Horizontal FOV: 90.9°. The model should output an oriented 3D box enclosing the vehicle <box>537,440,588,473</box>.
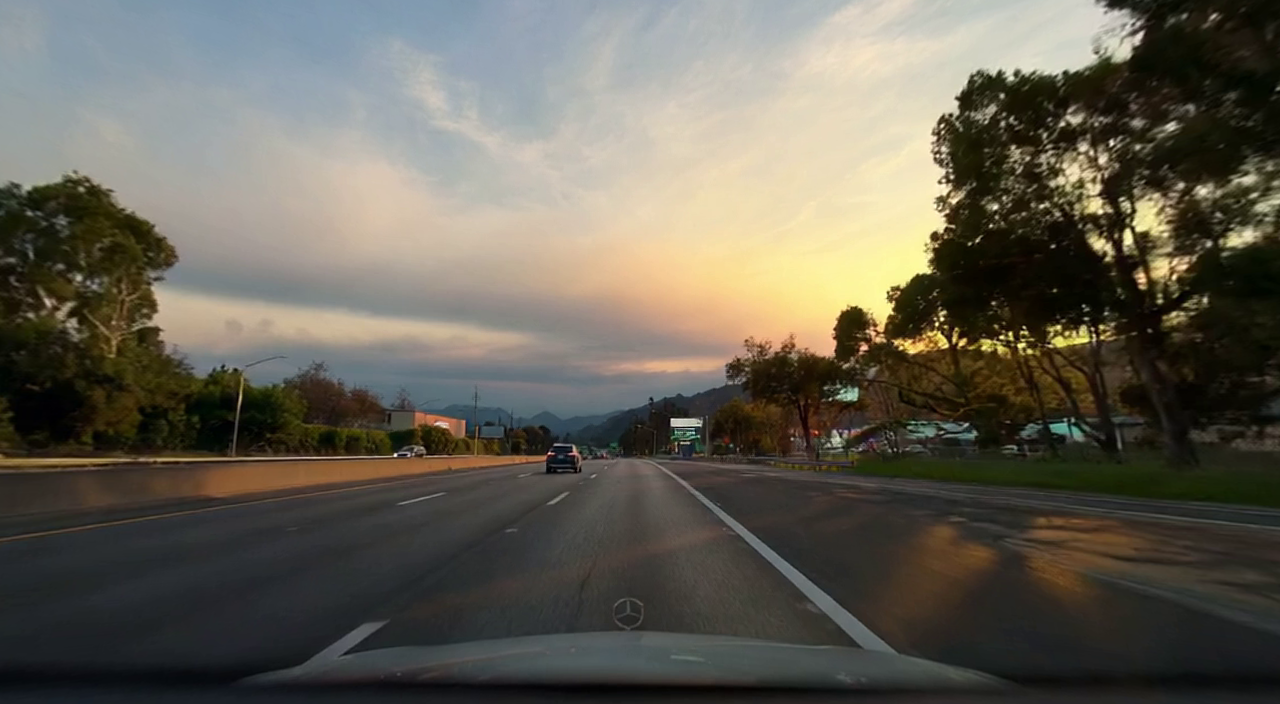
[{"bbox_3d":[-4.403,6.019,36.665,2.236,1.736,5.585,0,-8,0],"label":"vehicle"}]
